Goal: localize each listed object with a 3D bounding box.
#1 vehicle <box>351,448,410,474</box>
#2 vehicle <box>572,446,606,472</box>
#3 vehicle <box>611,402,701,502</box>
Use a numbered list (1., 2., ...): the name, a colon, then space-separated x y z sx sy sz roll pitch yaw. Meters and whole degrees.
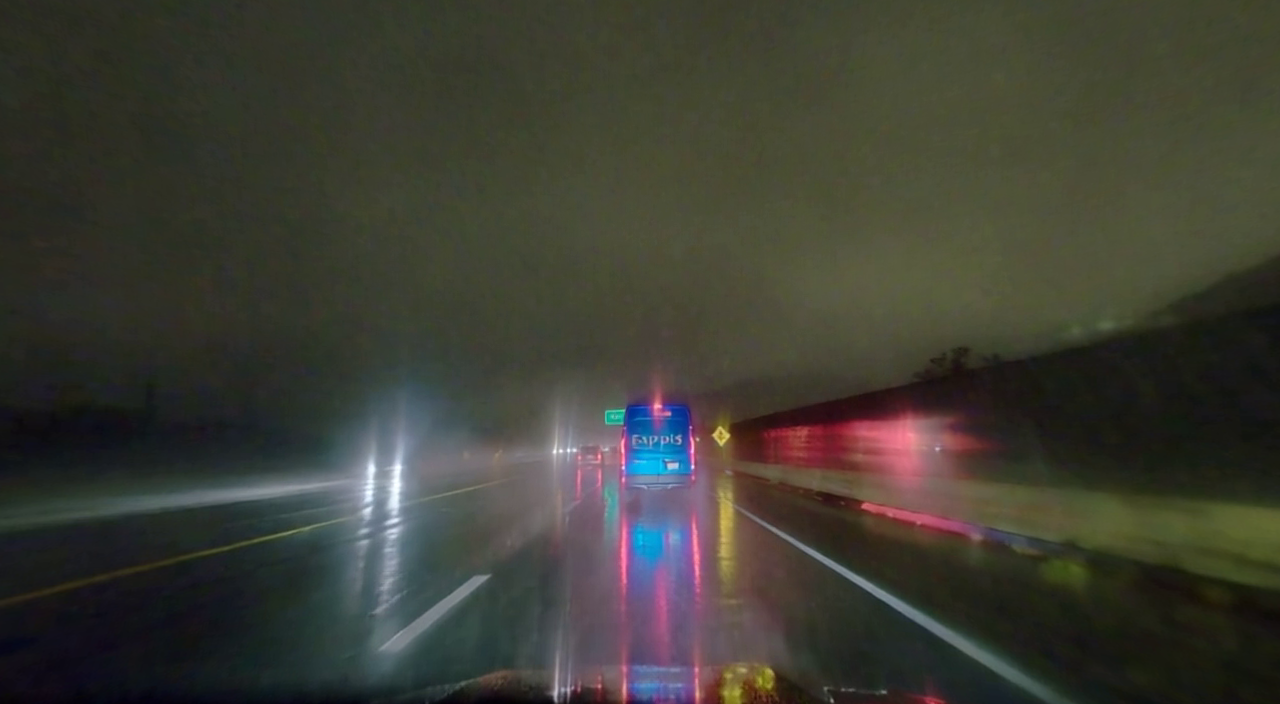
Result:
1. vehicle: -16.065 6.736 39.284 1.922 1.484 4.118 0 -9 0
2. vehicle: -3.175 6.699 39.679 1.788 1.500 3.475 0 -9 0
3. vehicle: 0.333 3.001 19.103 2.332 2.558 5.314 0 -9 -2
